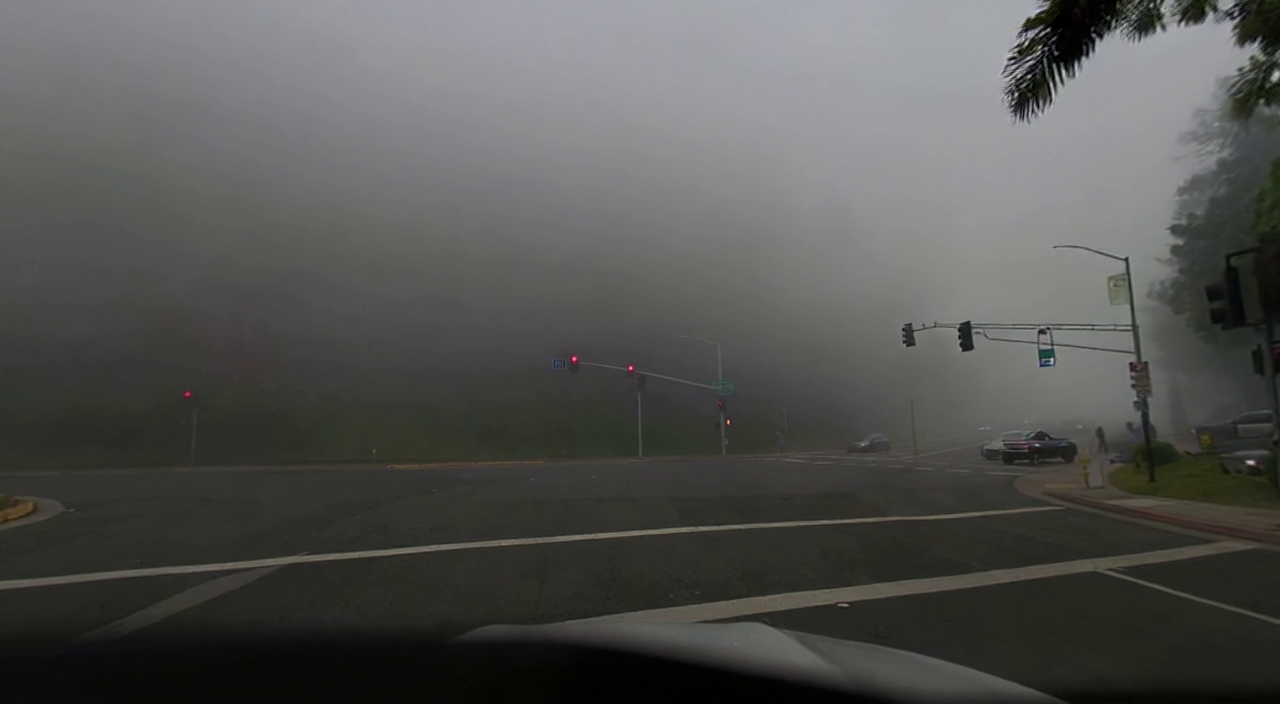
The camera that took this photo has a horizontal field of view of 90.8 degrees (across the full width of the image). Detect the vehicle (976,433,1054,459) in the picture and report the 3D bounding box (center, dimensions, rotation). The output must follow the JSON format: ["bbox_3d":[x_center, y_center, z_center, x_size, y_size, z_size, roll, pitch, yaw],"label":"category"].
[{"bbox_3d":[26.881,6.739,45.296,5.032,1.828,2.183,4,-9,-24],"label":"vehicle"}]

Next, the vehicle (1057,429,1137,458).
[{"bbox_3d":[36.027,7.221,49.787,6.148,2.119,2.473,4,-10,-28],"label":"vehicle"}]

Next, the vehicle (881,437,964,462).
[{"bbox_3d":[18.632,6.435,41.638,5.234,1.549,1.982,4,-9,-24],"label":"vehicle"}]
